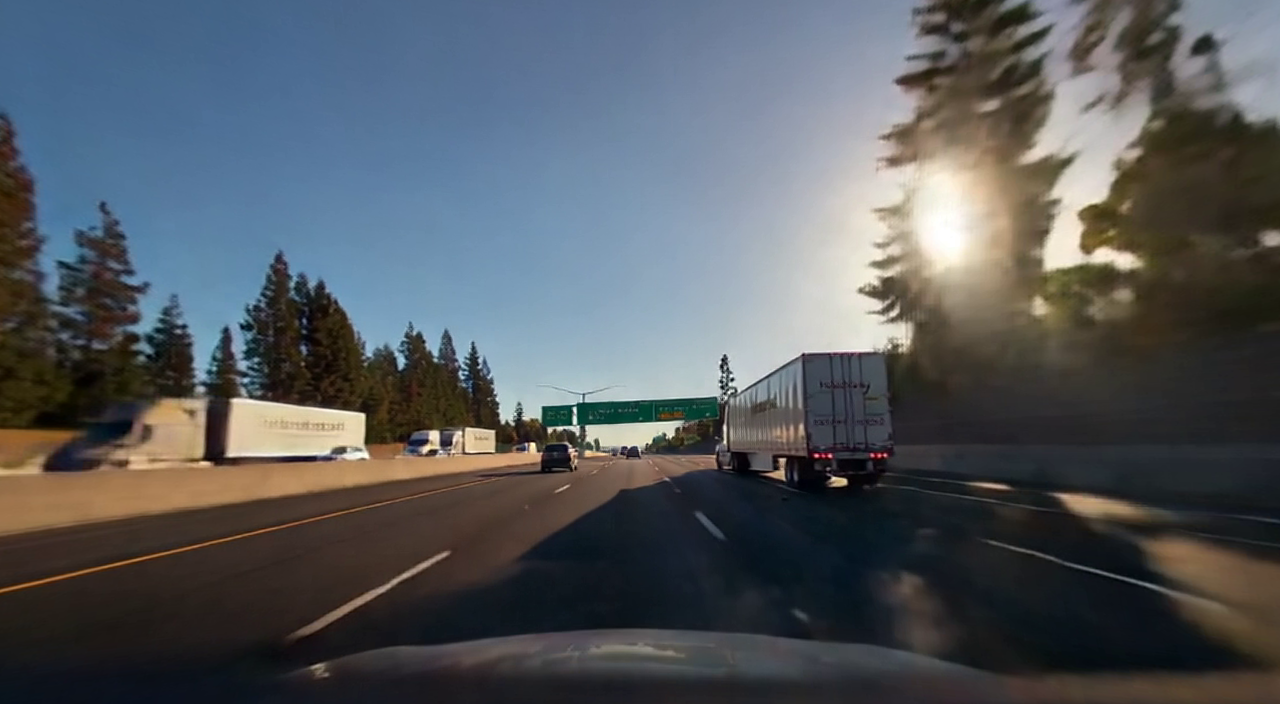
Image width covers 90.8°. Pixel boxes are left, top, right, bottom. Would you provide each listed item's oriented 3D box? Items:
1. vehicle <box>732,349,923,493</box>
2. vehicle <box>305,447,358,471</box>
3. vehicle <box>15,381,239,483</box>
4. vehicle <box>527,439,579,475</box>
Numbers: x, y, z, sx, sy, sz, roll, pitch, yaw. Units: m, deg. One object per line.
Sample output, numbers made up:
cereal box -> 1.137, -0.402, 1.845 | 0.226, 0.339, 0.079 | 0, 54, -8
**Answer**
vehicle -> 6.601, 3.184, 26.356 | 2.919, 4.195, 15.833 | 0, -9, -1
vehicle -> -17.918, 6.190, 36.827 | 1.449, 1.325, 3.238 | 0, -9, 0
vehicle -> -21.185, 3.501, 26.989 | 3.026, 3.740, 7.644 | 0, -9, 0
vehicle -> -4.290, 5.288, 31.935 | 2.027, 1.651, 4.099 | 0, -9, 0
